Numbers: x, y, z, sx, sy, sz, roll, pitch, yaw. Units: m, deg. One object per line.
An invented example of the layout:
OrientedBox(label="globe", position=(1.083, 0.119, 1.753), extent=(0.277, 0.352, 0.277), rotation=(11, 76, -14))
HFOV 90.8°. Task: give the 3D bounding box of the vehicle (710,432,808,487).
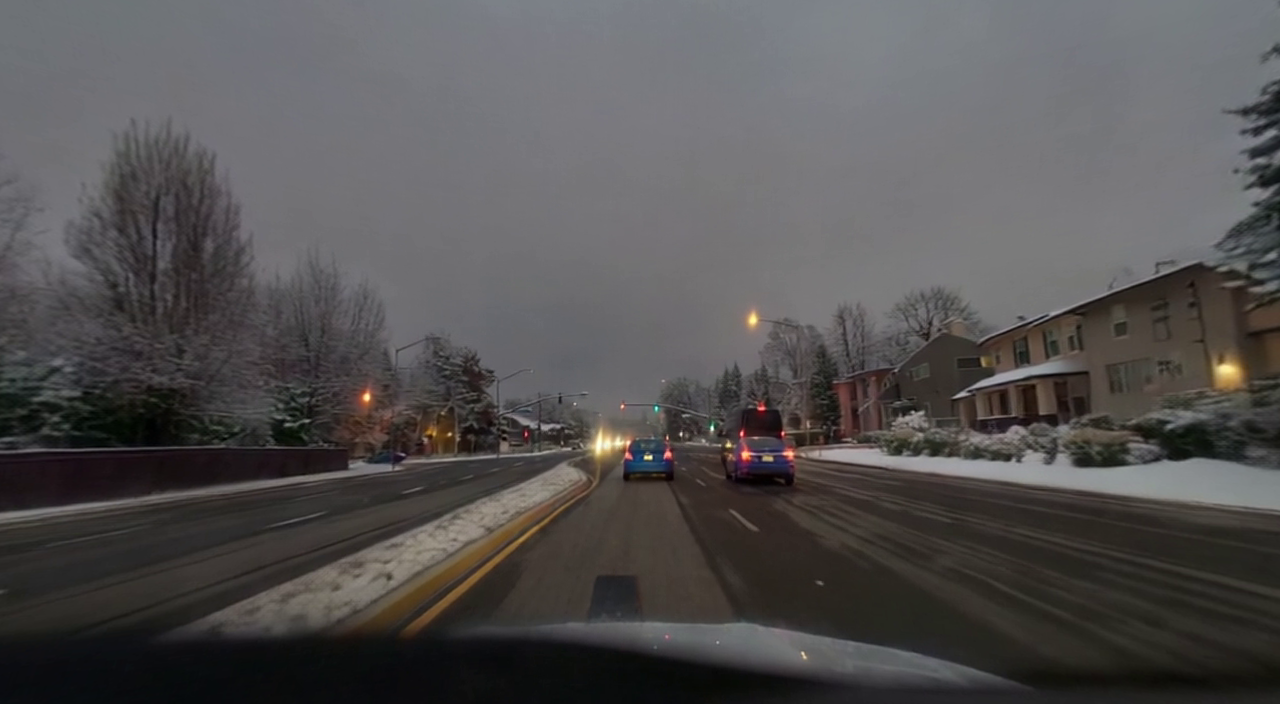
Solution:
OrientedBox(label="vehicle", position=(3.573, 3.329, 19.917), extent=(2.161, 1.519, 4.568), rotation=(0, -8, 0))

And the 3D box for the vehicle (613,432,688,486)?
OrientedBox(label="vehicle", position=(0.302, 3.309, 19.761), extent=(2.093, 1.497, 4.010), rotation=(0, -8, 0))
